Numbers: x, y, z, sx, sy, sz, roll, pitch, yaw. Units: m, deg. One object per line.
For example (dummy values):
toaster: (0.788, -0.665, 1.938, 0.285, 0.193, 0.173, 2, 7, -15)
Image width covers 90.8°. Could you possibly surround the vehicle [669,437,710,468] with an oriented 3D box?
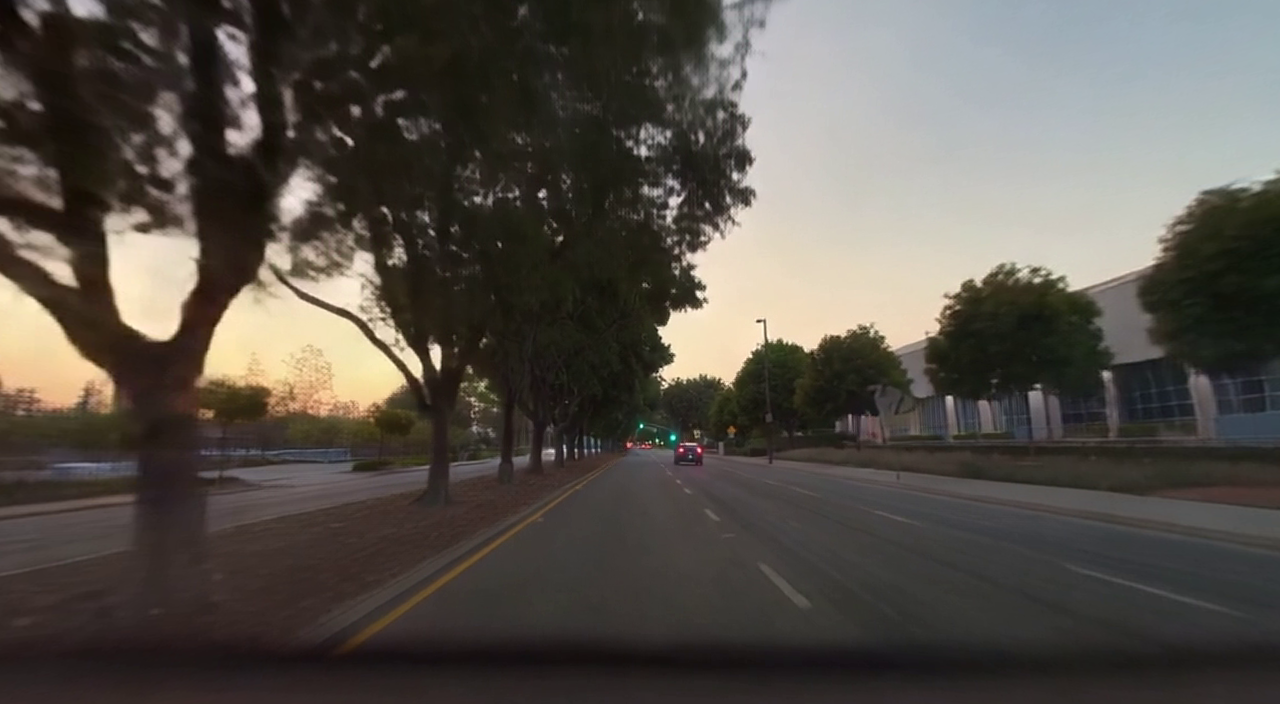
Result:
vehicle: (3.050, 6.348, 40.053, 2.085, 1.828, 5.383, 0, -8, -1)
